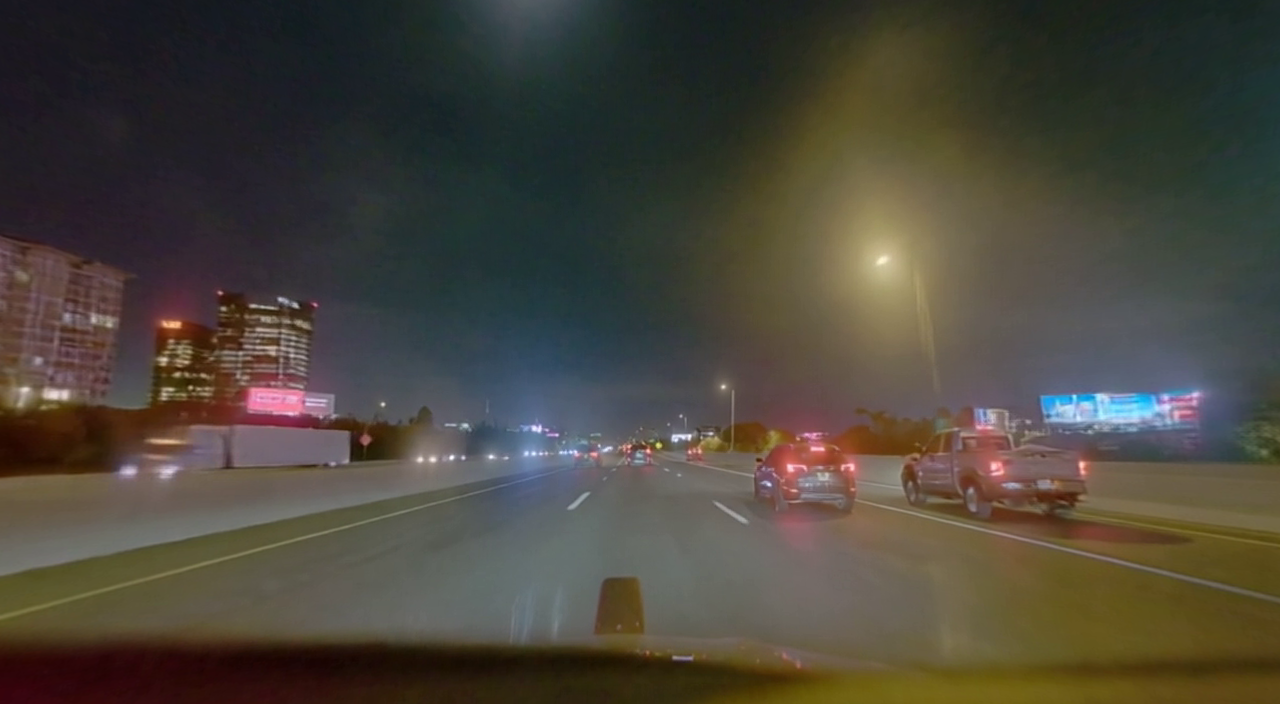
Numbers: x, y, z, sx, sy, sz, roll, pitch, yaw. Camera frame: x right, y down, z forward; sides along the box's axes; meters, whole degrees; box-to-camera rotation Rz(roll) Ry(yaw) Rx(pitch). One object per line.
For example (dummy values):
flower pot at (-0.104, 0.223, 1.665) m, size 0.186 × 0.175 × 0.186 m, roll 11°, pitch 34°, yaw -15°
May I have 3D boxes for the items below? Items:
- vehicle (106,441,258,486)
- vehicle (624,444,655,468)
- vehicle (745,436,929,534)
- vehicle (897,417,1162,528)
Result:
vehicle at (-25.635, 6.256, 36.006) m, size 2.922 × 2.226 × 7.704 m, roll 0°, pitch -9°, yaw 0°
vehicle at (-0.069, 7.774, 47.367) m, size 2.191 × 1.685 × 4.015 m, roll 0°, pitch -9°, yaw -1°
vehicle at (3.449, 2.426, 12.140) m, size 1.987 × 1.509 × 4.512 m, roll 0°, pitch -9°, yaw -1°
vehicle at (7.398, 2.348, 12.837) m, size 2.176 × 1.793 × 4.841 m, roll 0°, pitch -9°, yaw -1°
